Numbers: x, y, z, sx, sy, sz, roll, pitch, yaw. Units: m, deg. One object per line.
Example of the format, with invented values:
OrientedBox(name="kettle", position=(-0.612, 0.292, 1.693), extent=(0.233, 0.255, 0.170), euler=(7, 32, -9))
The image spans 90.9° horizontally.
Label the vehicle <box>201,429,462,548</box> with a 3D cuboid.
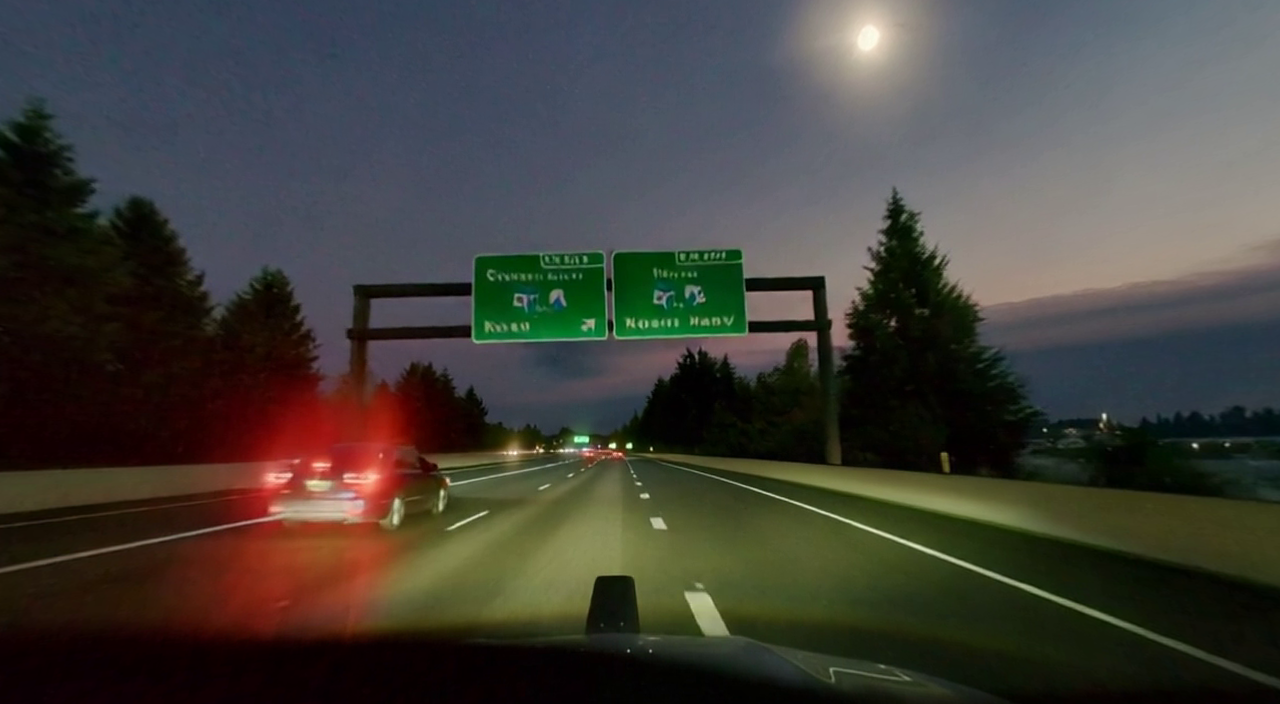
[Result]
OrientedBox(name="vehicle", position=(-4.803, 2.199, 10.890), extent=(2.065, 1.551, 4.889), euler=(0, -9, -1))
